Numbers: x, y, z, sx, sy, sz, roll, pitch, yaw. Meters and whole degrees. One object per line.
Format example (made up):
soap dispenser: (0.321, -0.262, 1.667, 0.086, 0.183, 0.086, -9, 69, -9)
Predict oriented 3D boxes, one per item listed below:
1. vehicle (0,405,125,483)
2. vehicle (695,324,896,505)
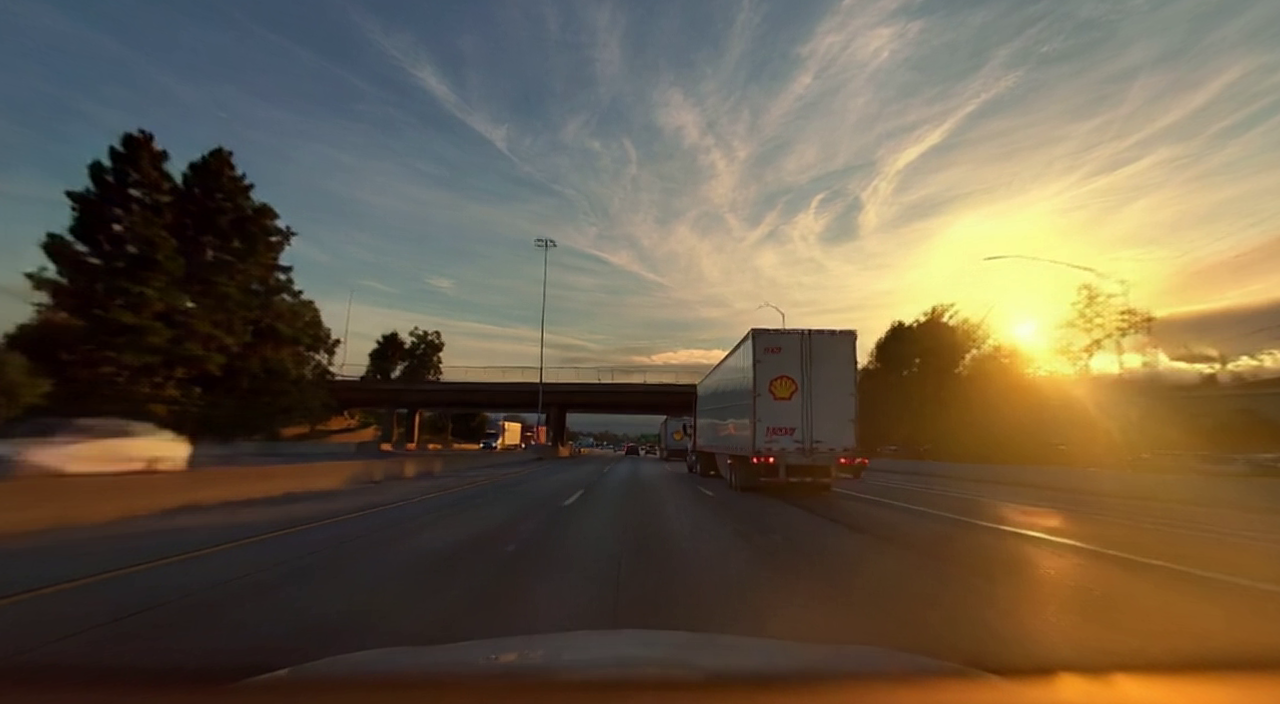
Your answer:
vehicle: (-12.726, 1.845, 12.627, 1.719, 1.433, 3.631, 0, -9, -1)
vehicle: (3.994, 2.389, 20.879, 2.922, 3.987, 14.038, 0, -9, -1)
